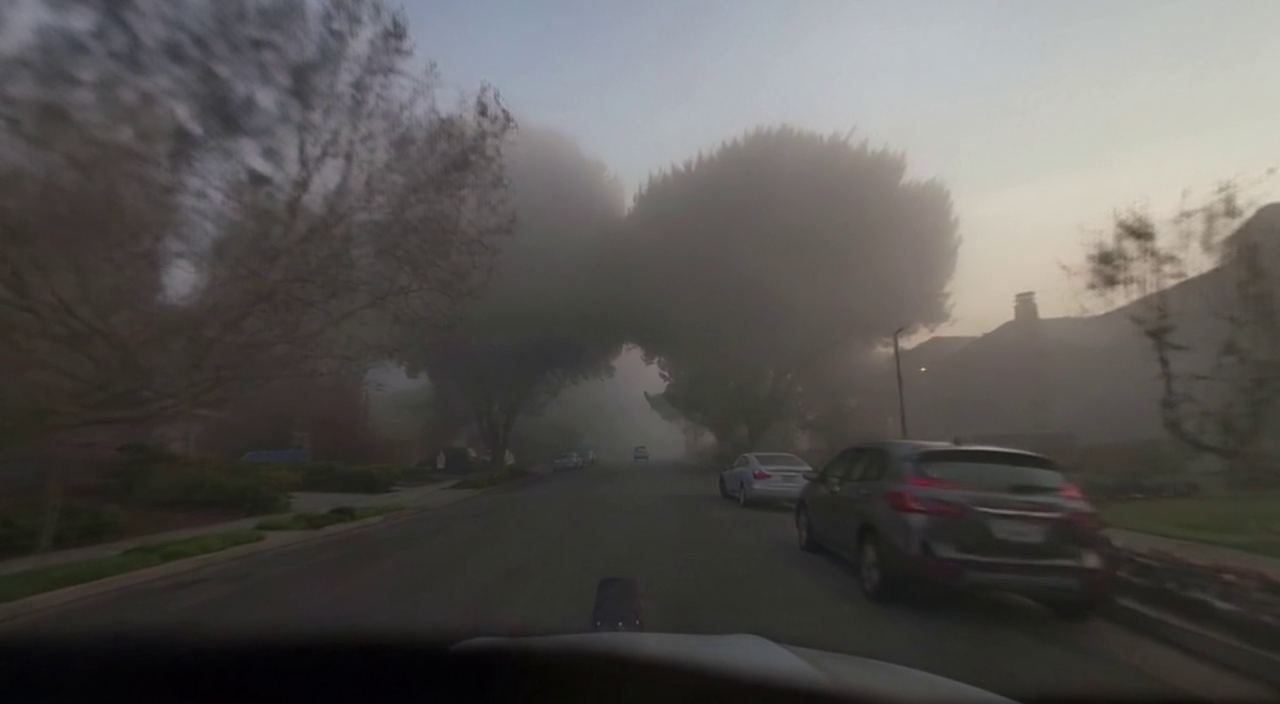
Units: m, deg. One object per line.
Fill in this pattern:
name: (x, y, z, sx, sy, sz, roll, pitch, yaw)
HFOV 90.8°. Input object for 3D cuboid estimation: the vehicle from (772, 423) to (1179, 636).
vehicle: (2.852, 1.605, 6.826, 2.022, 1.483, 4.565, 0, -9, 2)

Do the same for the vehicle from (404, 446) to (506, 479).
vehicle: (-9.991, 5.978, 34.403, 4.933, 1.547, 2.125, -2, -8, 0)

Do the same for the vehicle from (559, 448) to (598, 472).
vehicle: (-4.012, 7.156, 42.001, 1.987, 1.459, 4.473, -1, -9, 3)
